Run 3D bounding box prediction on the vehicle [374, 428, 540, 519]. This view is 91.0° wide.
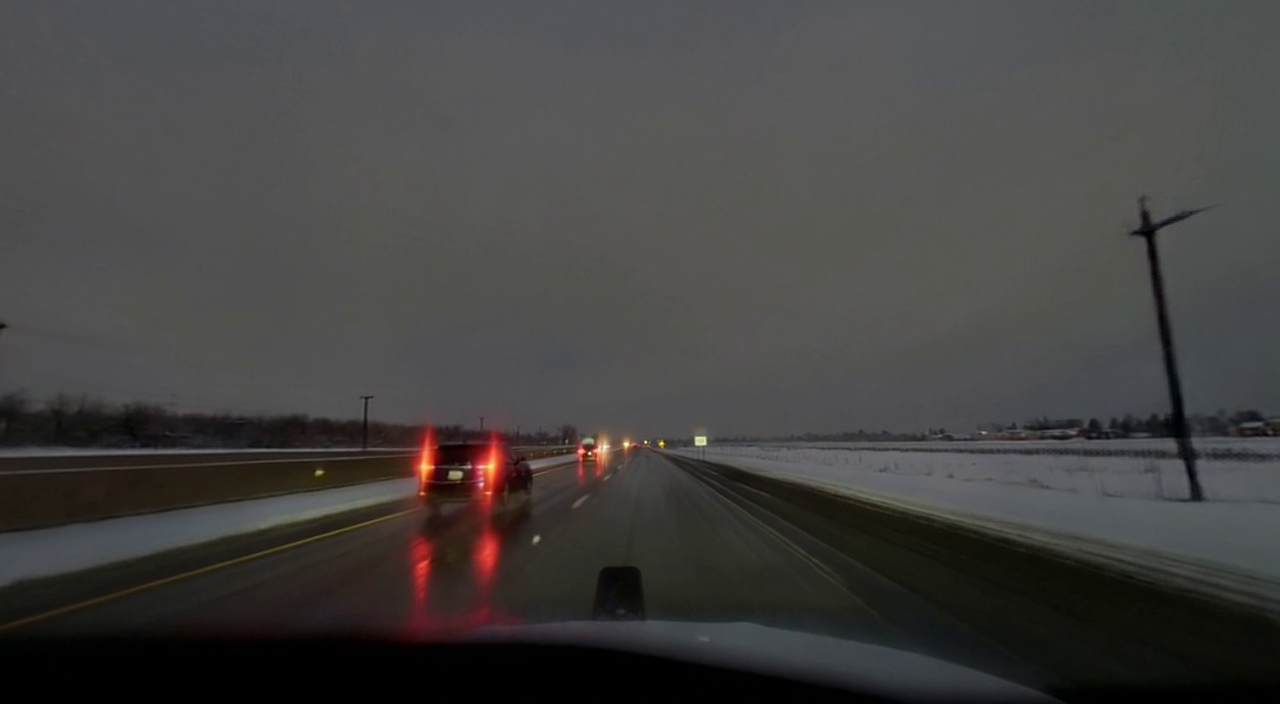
[{"bbox_3d":[-3.570,2.469,13.260,2.195,1.573,4.176,0,-9,0],"label":"vehicle"}]

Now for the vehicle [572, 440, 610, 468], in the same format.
[{"bbox_3d":[-3.170,6.709,41.492,2.133,1.683,4.340,0,-9,0],"label":"vehicle"}]
